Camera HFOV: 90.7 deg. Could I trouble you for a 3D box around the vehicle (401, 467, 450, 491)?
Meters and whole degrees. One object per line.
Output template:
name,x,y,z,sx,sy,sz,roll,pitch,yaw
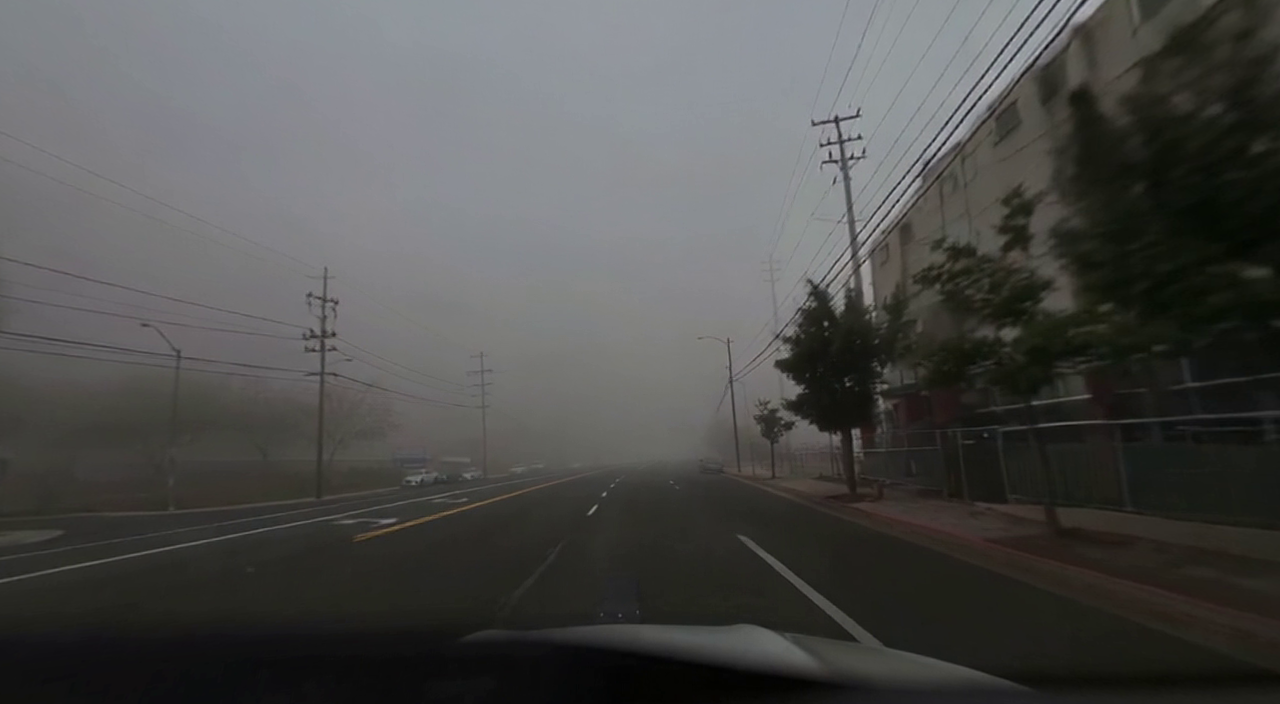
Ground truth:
vehicle,-16.270,9.631,48.164,1.892,1.515,4.622,-7,-11,2

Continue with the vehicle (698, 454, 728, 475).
vehicle,5.669,8.784,49.629,2.002,1.459,4.357,-1,-9,2
